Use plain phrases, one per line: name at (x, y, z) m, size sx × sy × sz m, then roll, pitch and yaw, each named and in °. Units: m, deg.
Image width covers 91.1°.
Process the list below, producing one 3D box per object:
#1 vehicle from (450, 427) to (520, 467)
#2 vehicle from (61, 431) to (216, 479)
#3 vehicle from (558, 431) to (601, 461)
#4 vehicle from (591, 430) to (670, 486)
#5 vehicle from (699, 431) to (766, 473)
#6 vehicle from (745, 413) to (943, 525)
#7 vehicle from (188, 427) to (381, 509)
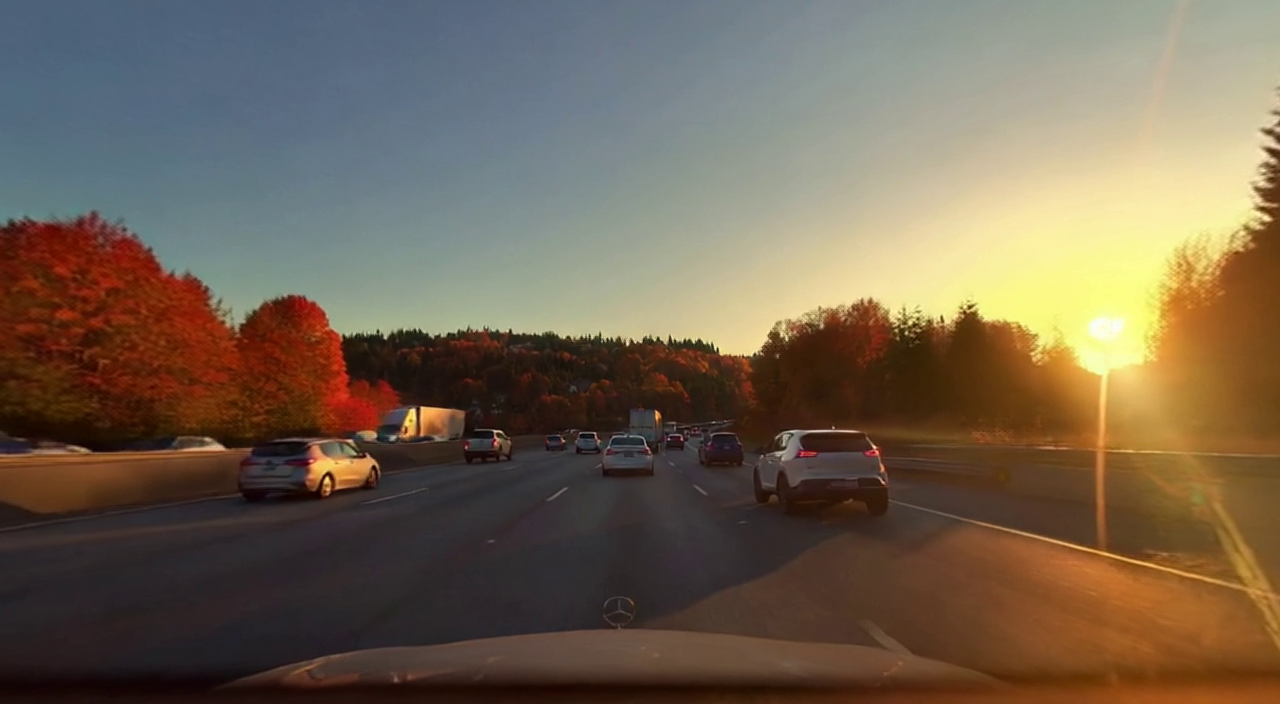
vehicle at (-7.489, 4.621, 30.916) m, size 2.117 × 1.779 × 4.745 m, roll 0°, pitch -8°, yaw 1°
vehicle at (-18.991, 3.901, 24.173) m, size 2.026 × 1.629 × 4.766 m, roll 0°, pitch -8°, yaw 0°
vehicle at (-3.589, 5.650, 37.996) m, size 2.064 × 1.672 × 4.277 m, roll 0°, pitch -8°, yaw 1°
vehicle at (-0.287, 3.136, 19.078) m, size 2.111 × 1.494 × 4.364 m, roll 0°, pitch -8°, yaw -1°
vehicle at (3.595, 3.974, 25.270) m, size 1.972 × 1.516 × 4.514 m, roll 0°, pitch -8°, yaw 0°
vehicle at (3.402, 2.037, 11.561) m, size 2.095 × 1.650 × 4.331 m, roll 0°, pitch -8°, yaw -1°
vehicle at (-7.509, 2.445, 13.839) m, size 1.934 × 1.526 × 3.966 m, roll 0°, pitch -8°, yaw 0°
